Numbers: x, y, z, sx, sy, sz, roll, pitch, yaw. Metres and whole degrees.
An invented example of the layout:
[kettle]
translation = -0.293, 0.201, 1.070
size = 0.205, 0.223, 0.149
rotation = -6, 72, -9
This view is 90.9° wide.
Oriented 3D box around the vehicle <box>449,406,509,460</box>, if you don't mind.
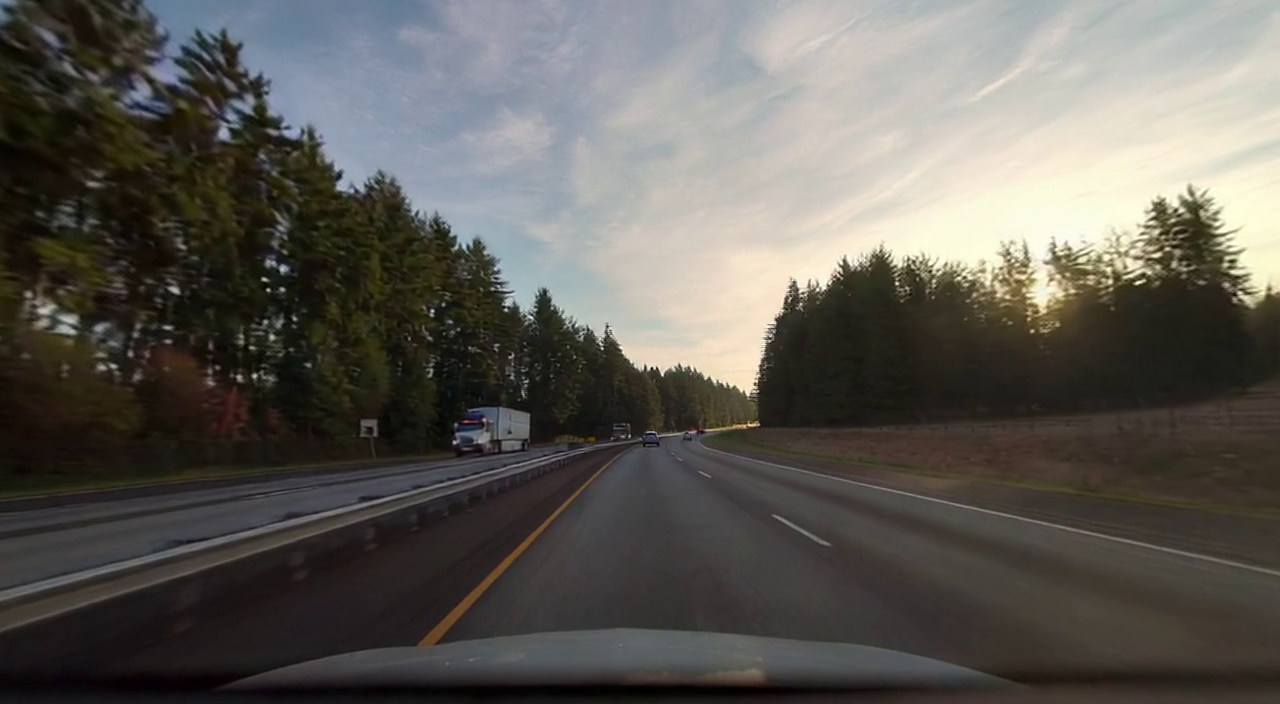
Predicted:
[vehicle]
translation = -12.248, 6.275, 48.598
size = 2.972, 3.853, 5.744
rotation = 0, -8, 1
